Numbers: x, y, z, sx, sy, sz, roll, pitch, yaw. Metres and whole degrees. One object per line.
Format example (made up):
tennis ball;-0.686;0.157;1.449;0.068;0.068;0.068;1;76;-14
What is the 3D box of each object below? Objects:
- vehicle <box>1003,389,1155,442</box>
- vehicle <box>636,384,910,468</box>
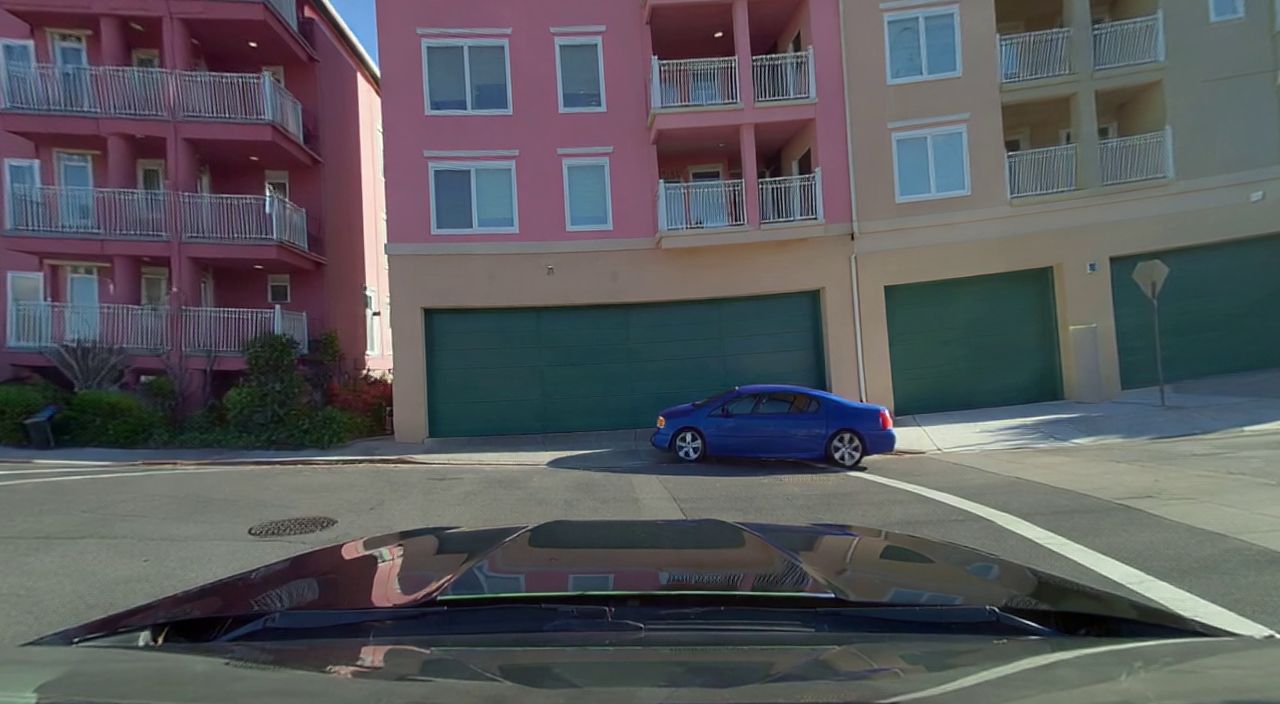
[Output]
vehicle;15.756;2.320;22.802;3.905;1.475;2.057;-5;-7;-4
vehicle;2.293;1.413;11.838;4.697;1.444;1.825;0;-8;-1
